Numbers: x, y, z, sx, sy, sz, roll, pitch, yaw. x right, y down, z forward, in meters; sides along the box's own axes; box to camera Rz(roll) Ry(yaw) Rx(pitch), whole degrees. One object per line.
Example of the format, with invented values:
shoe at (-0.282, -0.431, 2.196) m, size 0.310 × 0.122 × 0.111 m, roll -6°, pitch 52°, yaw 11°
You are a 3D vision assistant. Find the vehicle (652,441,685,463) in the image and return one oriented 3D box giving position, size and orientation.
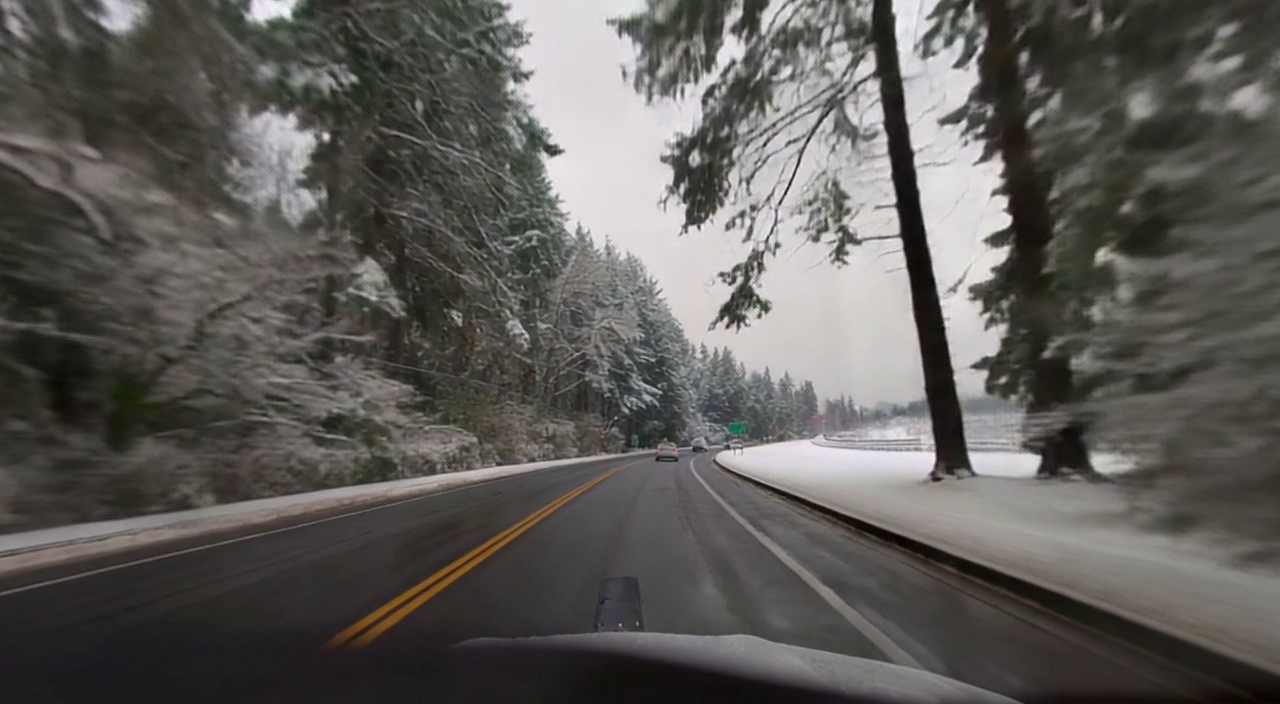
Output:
vehicle at (2.005, 6.800, 43.122) m, size 2.071 × 1.474 × 4.047 m, roll -1°, pitch -8°, yaw 5°
